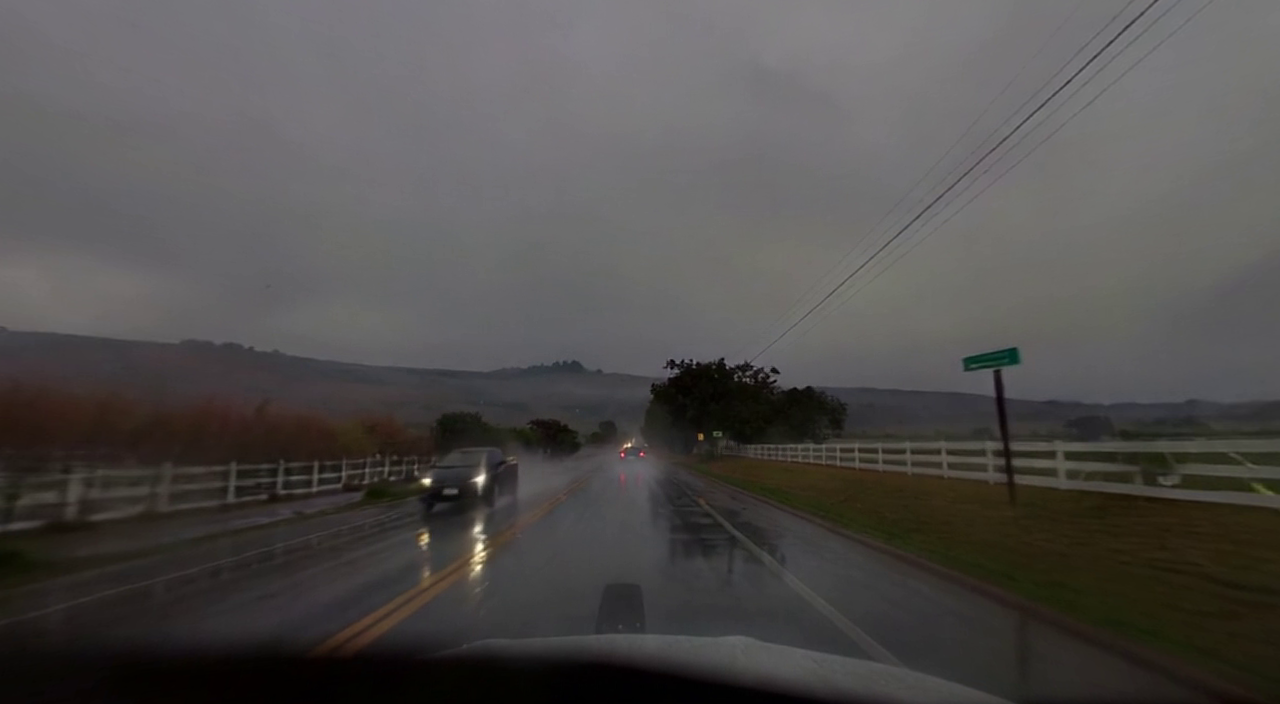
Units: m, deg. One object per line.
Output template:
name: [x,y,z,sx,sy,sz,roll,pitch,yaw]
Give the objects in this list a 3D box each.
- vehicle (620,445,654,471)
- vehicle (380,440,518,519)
vehicle: [-0.232,7.060,42.279,2.158,1.669,4.006,0,-9,-1]
vehicle: [-4.310,2.934,15.021,1.989,1.600,3.979,0,-9,1]
